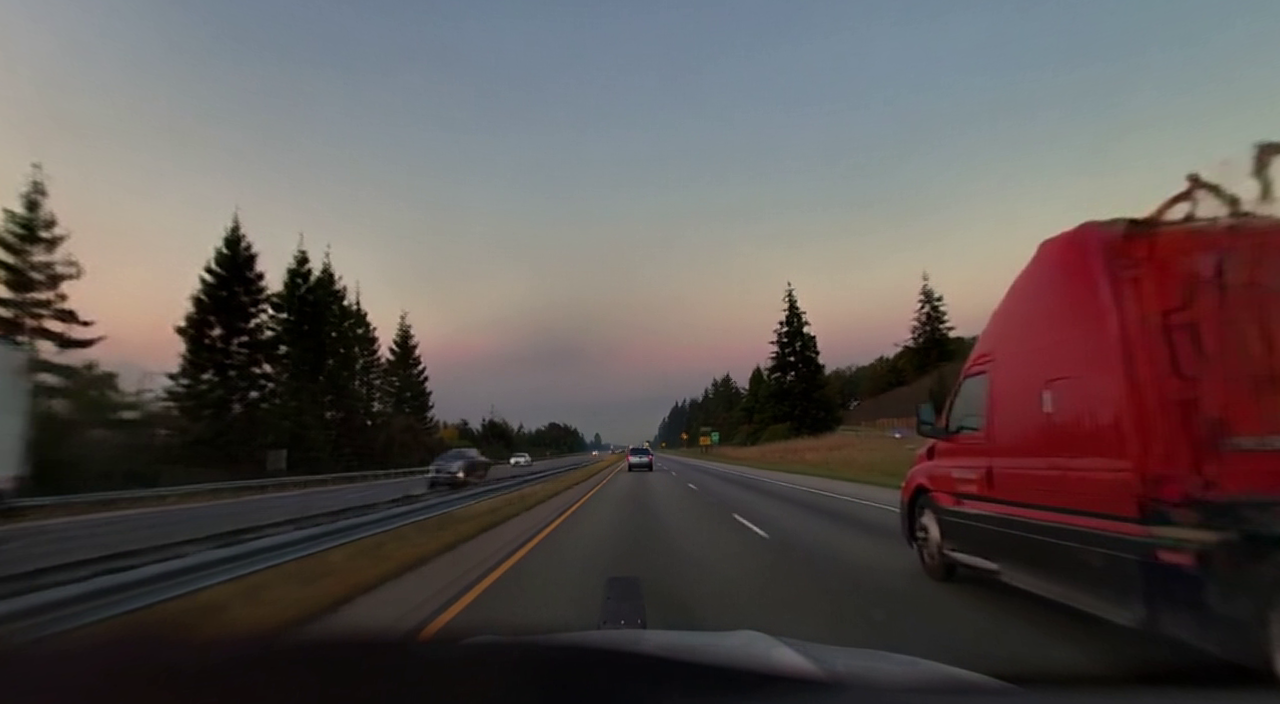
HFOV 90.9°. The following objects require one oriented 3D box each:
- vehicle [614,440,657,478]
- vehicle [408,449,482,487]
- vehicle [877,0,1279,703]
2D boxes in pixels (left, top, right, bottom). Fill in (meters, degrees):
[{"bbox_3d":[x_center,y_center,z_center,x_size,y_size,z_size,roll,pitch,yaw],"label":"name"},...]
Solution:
[{"bbox_3d":[-0.215,5.645,33.298,2.105,1.865,4.102,0,-9,0],"label":"vehicle"},{"bbox_3d":[-8.711,5.205,28.556,2.014,1.567,4.117,0,-9,0],"label":"vehicle"},{"bbox_3d":[4.222,0.074,4.227,2.945,3.903,5.826,0,-9,1],"label":"vehicle"}]
